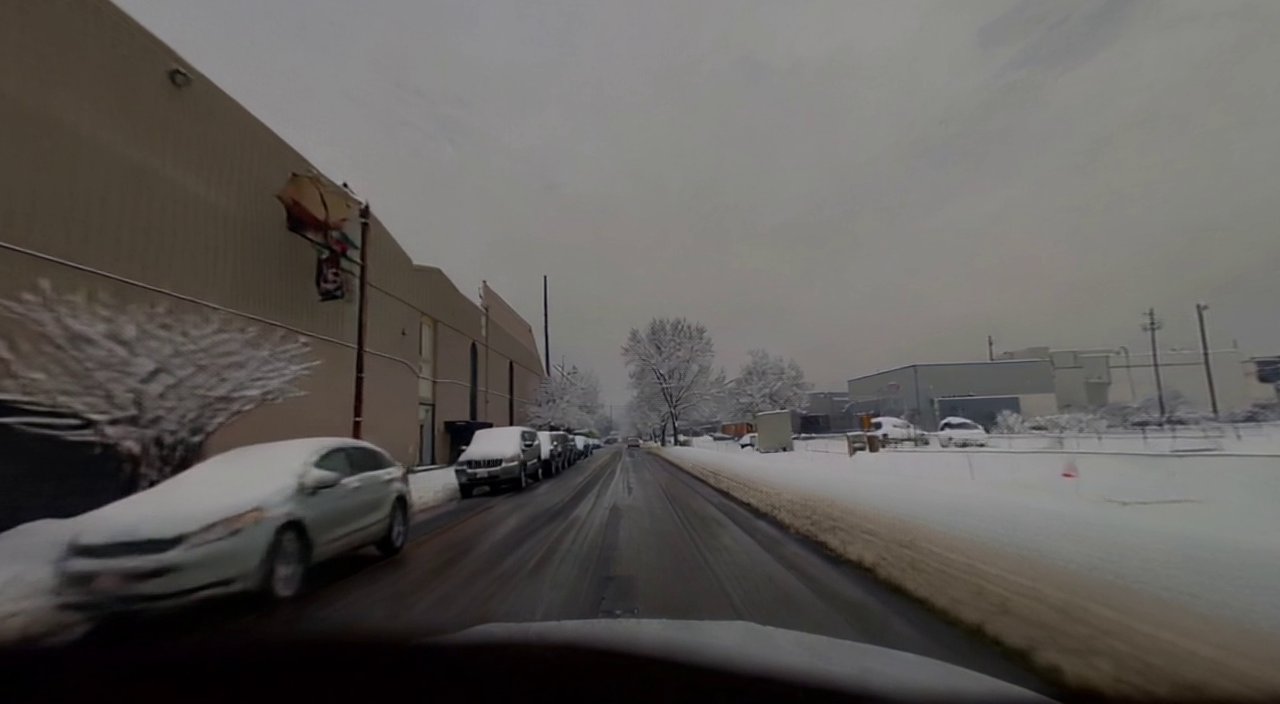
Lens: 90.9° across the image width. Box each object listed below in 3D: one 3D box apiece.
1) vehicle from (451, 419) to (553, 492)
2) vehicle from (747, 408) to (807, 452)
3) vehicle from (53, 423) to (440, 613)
[{"bbox_3d":[-4.143,3.259,19.777,2.161,1.843,5.181,-4,-10,-2],"label":"vehicle"},{"bbox_3d":[10.291,6.007,48.155,2.622,3.108,7.053,0,-8,-3],"label":"vehicle"},{"bbox_3d":[-4.160,1.809,7.791,2.040,1.501,4.440,-4,-9,-2],"label":"vehicle"}]
